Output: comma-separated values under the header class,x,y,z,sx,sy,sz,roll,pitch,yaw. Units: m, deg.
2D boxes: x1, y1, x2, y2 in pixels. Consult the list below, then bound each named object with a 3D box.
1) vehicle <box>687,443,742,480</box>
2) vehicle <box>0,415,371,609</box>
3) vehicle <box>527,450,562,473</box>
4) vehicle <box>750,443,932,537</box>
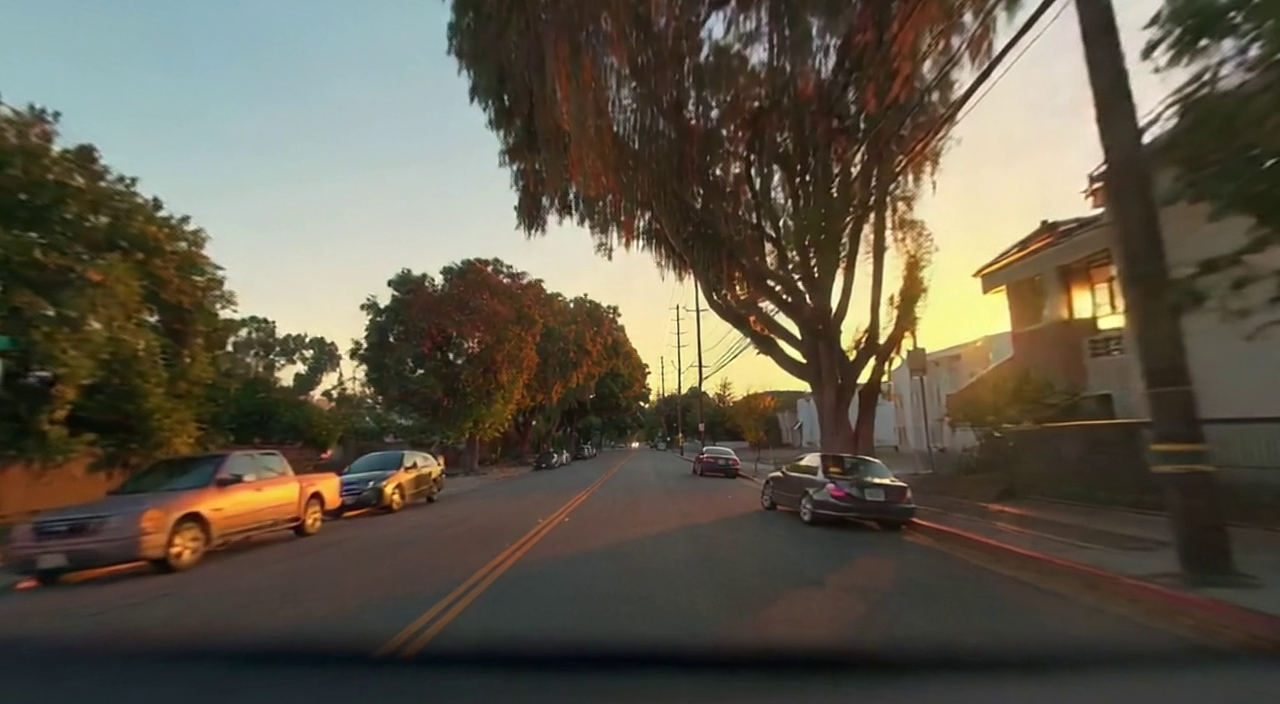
class,x,y,z,sx,sy,sz,roll,pitch,yaw
vehicle,3.154,4.702,27.425,1.843,1.495,3.930,0,-8,-1
vehicle,-6.294,2.080,9.263,2.382,1.869,5.476,-4,-9,0
vehicle,-6.679,7.680,44.613,1.815,1.402,4.559,-4,-8,-2
vehicle,3.428,2.402,11.746,1.802,1.382,4.300,0,-8,-2
